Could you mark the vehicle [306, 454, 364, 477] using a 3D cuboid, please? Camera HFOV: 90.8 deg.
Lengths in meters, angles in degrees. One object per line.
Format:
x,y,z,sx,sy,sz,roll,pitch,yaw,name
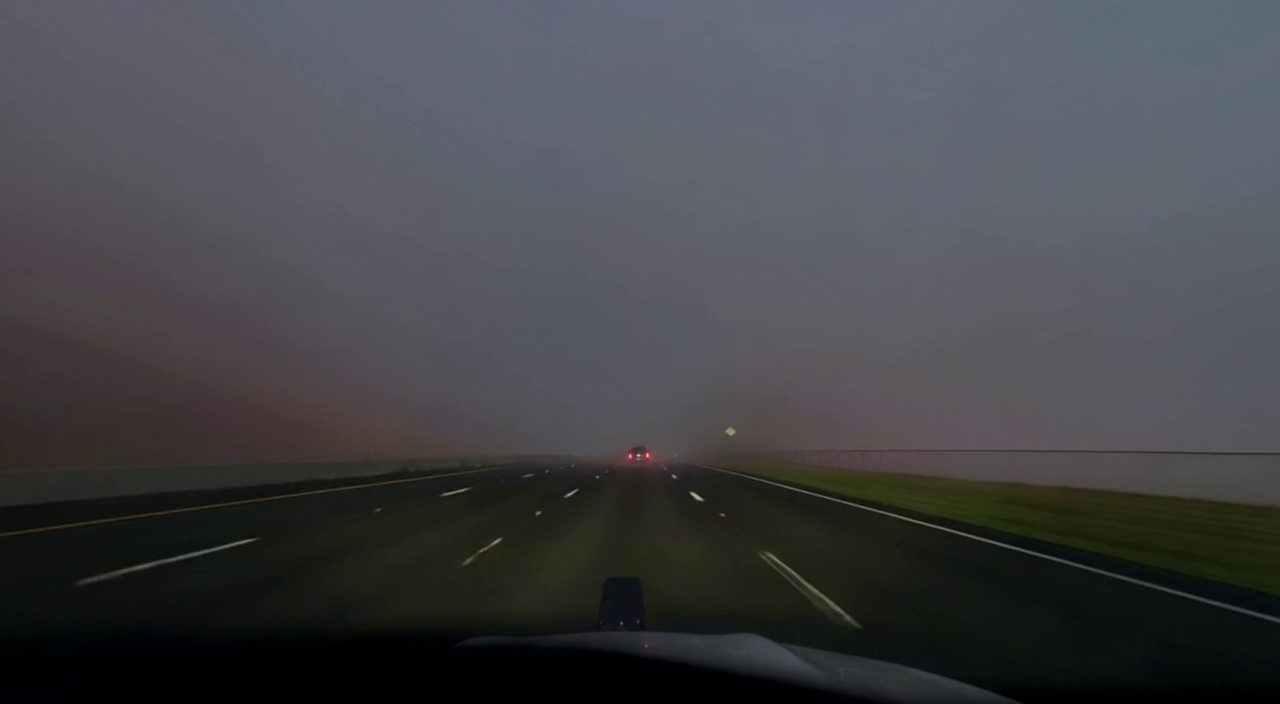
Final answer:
-20.453,7.591,42.532,1.850,1.423,4.209,0,-9,-1,vehicle
